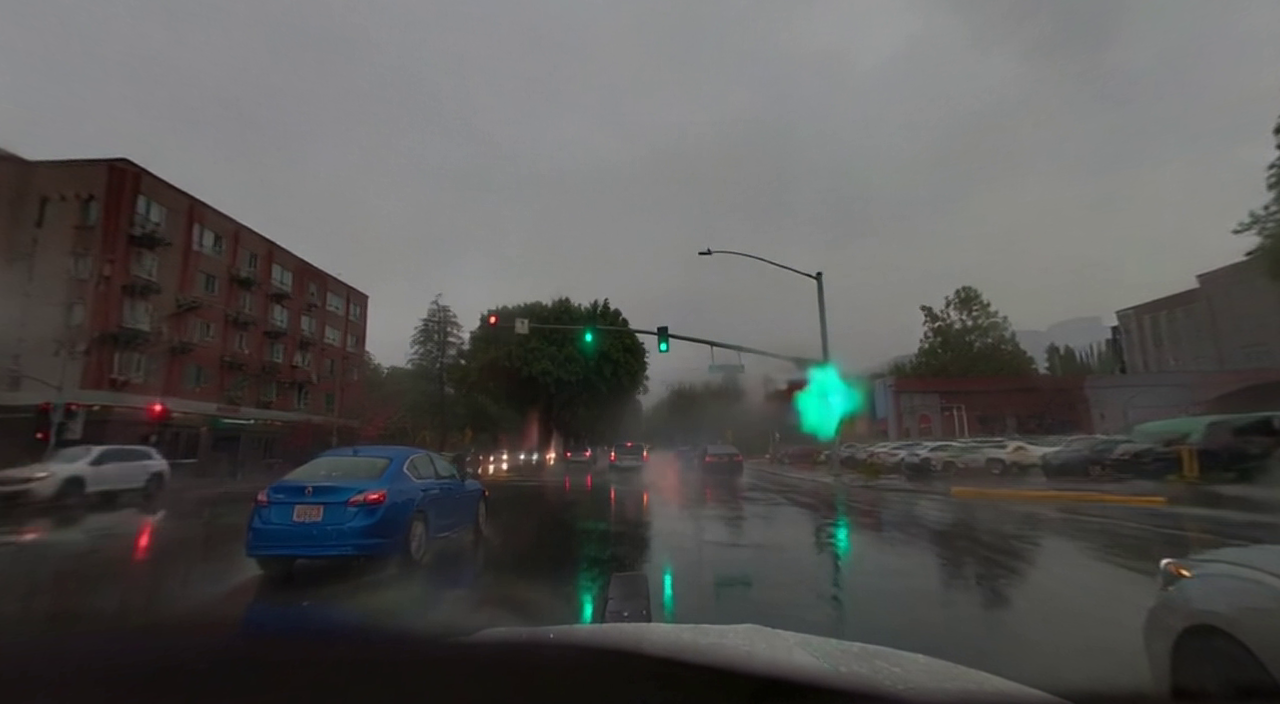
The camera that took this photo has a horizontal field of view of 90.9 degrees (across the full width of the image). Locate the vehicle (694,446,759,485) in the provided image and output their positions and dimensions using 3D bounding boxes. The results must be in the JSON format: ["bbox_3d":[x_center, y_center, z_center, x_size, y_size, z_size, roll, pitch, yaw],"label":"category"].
[{"bbox_3d":[3.513,4.668,26.325,2.058,1.472,4.317,0,-9,-1],"label":"vehicle"}]

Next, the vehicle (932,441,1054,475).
[{"bbox_3d":[16.141,4.874,29.024,4.407,1.492,1.930,0,-9,2],"label":"vehicle"}]

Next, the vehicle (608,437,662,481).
[{"bbox_3d":[-0.195,5.021,29.848,2.361,1.898,4.465,0,-9,0],"label":"vehicle"}]

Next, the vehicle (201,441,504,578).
[{"bbox_3d":[-3.372,1.904,8.435,2.115,1.369,3.908,0,-9,2],"label":"vehicle"}]

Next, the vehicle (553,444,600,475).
[{"bbox_3d":[-3.494,6.011,35.401,2.130,1.645,3.995,0,-9,1],"label":"vehicle"}]

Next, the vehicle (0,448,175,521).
[{"bbox_3d":[-16.439,3.712,18.351,2.134,1.822,4.707,0,-9,0],"label":"vehicle"}]

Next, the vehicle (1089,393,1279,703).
[{"bbox_3d":[3.265,0.681,0.850,2.052,1.475,4.540,0,-9,2],"label":"vehicle"}]
